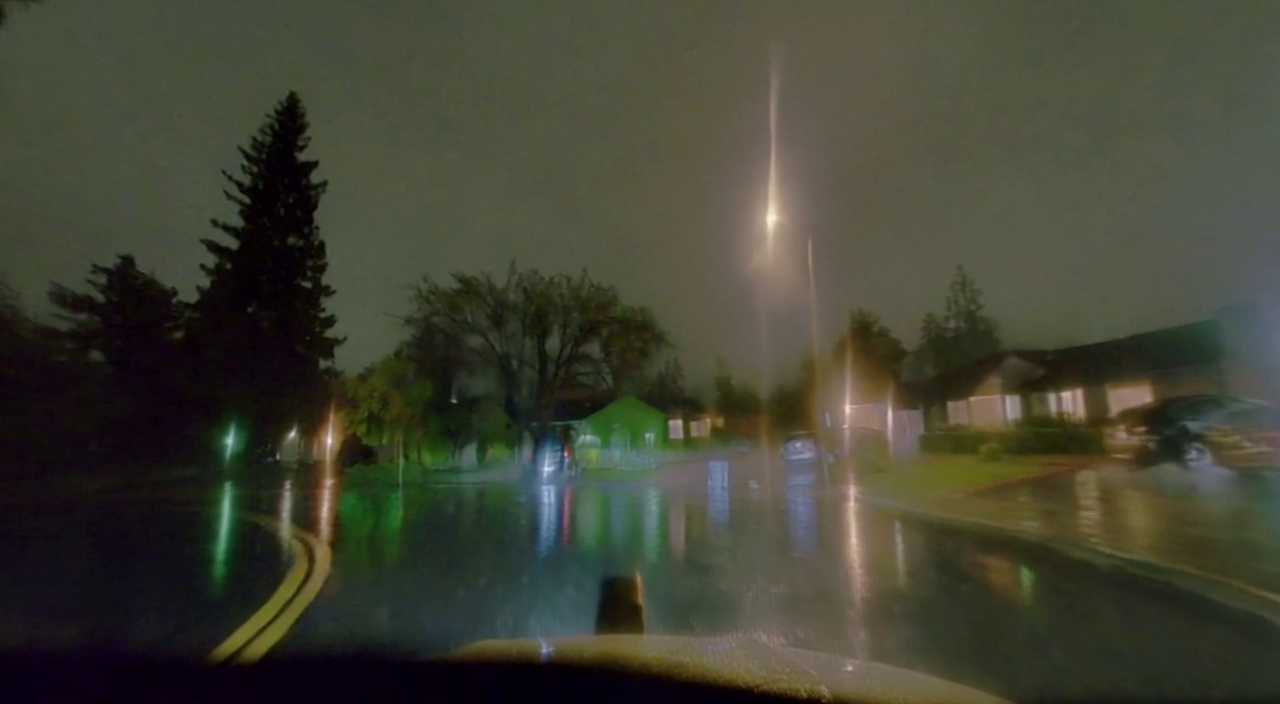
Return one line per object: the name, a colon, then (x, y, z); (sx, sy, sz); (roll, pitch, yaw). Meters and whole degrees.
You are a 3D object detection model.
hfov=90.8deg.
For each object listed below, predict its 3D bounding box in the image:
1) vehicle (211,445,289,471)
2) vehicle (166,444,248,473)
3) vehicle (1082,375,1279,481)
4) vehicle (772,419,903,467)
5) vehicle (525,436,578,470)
vehicle: (-23.344, 6.325, 38.022); (1.933, 1.477, 4.361); (0, -8, 0)
vehicle: (-25.988, 6.361, 38.067); (2.042, 1.633, 4.132); (0, -8, -1)
vehicle: (12.302, 1.509, 13.257); (4.291, 1.648, 2.128); (-7, -6, 1)
vehicle: (7.840, 3.553, 25.013); (4.799, 1.451, 2.144); (-1, -7, -30)
vehicle: (-4.414, 5.084, 32.130); (1.819, 1.442, 4.329); (-1, -6, 3)
